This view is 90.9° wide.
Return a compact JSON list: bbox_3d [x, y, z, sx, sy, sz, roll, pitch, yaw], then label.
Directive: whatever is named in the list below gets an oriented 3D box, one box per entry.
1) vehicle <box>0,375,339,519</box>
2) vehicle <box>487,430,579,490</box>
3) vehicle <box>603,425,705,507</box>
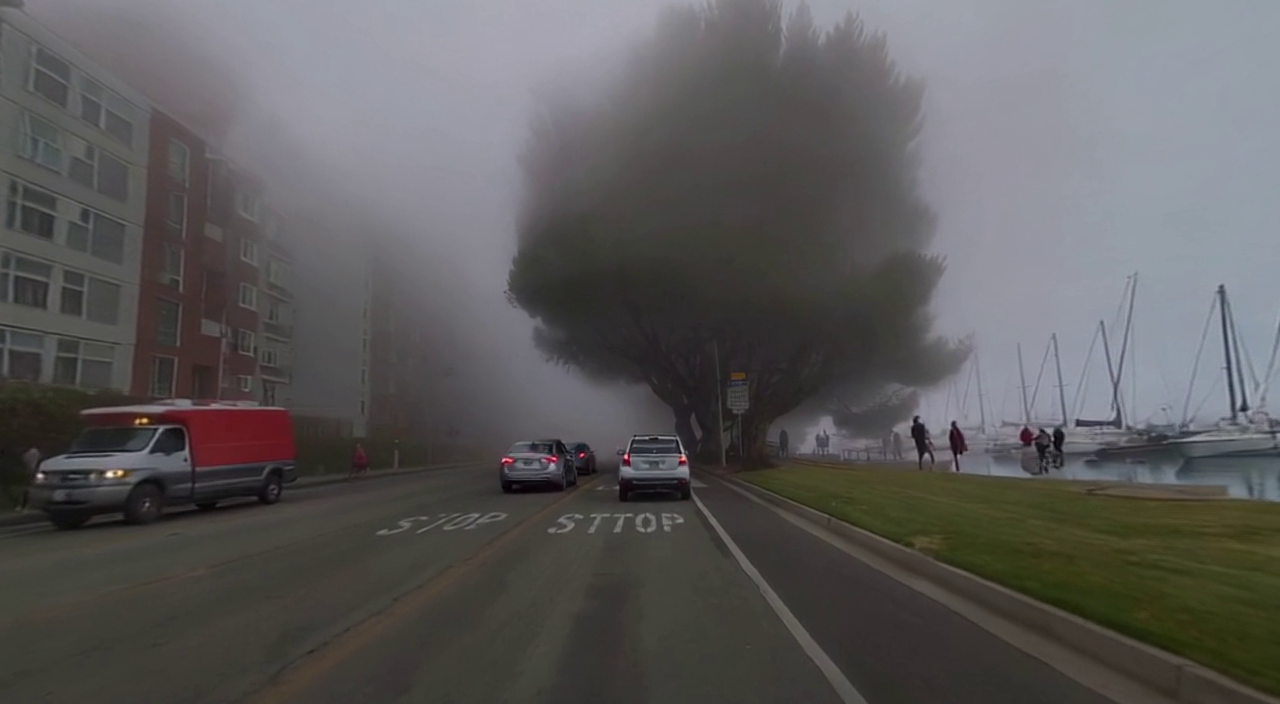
[{"bbox_3d":[-13.207,2.873,19.211,2.924,3.288,9.352,-1,-9,4],"label":"vehicle"},{"bbox_3d":[-3.229,3.368,19.925,2.056,1.680,4.205,-1,-9,1],"label":"vehicle"},{"bbox_3d":[0.288,2.595,14.685,2.057,1.624,3.726,0,-9,0],"label":"vehicle"}]
